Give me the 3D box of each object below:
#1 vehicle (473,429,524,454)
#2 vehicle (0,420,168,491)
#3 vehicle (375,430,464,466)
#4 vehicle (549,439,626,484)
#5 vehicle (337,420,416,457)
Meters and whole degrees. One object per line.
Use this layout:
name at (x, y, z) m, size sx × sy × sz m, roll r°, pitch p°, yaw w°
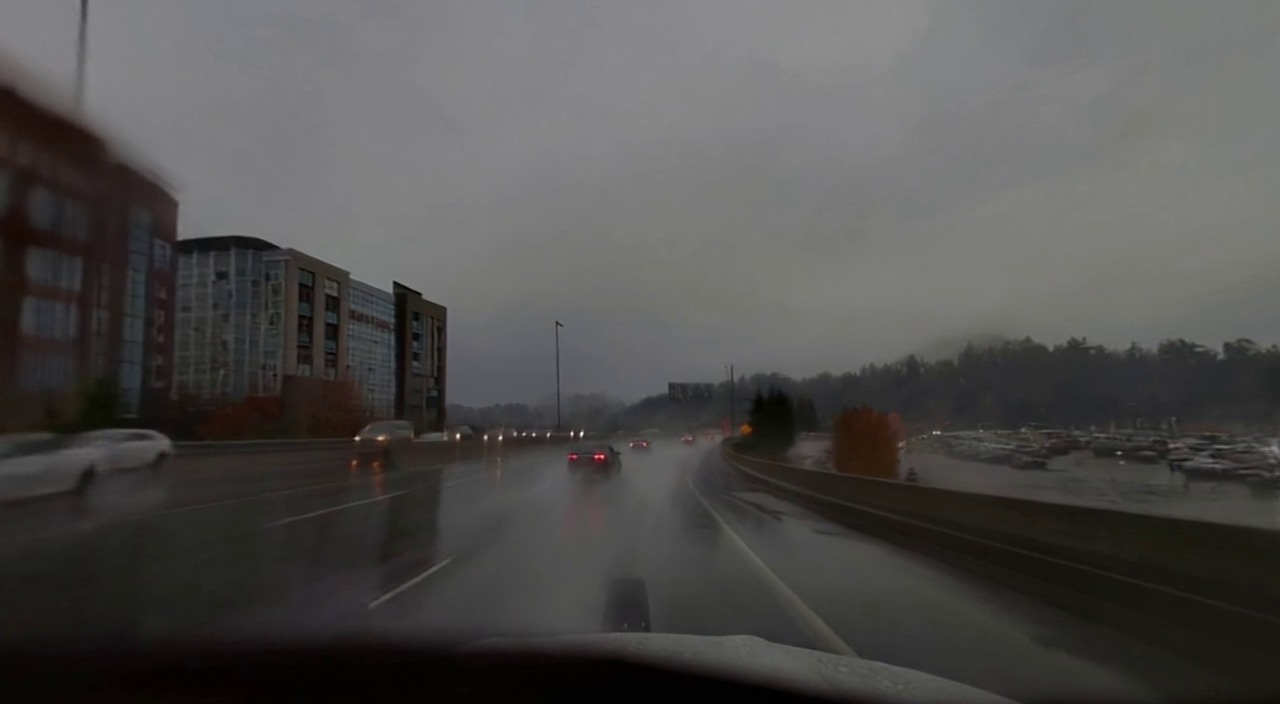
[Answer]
vehicle at (-9.280, 5.931, 41.854) m, size 1.943 × 1.536 × 4.656 m, roll -1°, pitch -8°, yaw 5°
vehicle at (-14.370, 2.517, 15.577) m, size 1.862 × 1.493 × 4.393 m, roll -1°, pitch -8°, yaw 2°
vehicle at (-9.827, 4.336, 28.570) m, size 2.097 × 1.484 × 4.621 m, roll -1°, pitch -8°, yaw 4°
vehicle at (-1.825, 4.014, 23.422) m, size 2.035 × 1.460 × 4.497 m, roll -1°, pitch -9°, yaw 6°
vehicle at (-13.737, 4.600, 33.235) m, size 2.040 × 1.803 × 4.496 m, roll -1°, pitch -8°, yaw 3°
